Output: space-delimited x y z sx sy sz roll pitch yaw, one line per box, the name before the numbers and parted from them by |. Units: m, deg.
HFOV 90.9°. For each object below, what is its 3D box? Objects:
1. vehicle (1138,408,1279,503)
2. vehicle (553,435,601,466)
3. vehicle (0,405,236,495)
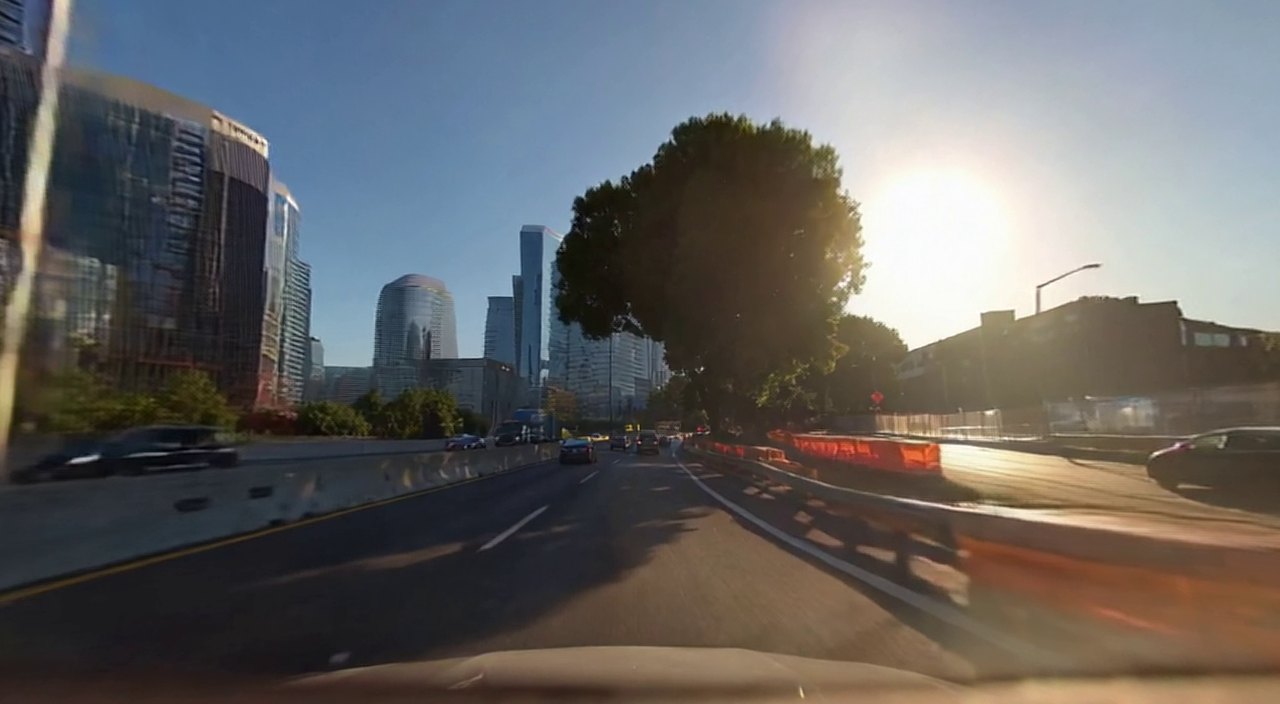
vehicle | 11.212 1.824 11.206 1.913 1.499 3.581 0 -8 5
vehicle | -3.098 4.936 31.731 1.848 1.406 4.013 0 -8 2
vehicle | -13.426 2.553 16.696 2.013 1.983 4.980 0 -8 1
